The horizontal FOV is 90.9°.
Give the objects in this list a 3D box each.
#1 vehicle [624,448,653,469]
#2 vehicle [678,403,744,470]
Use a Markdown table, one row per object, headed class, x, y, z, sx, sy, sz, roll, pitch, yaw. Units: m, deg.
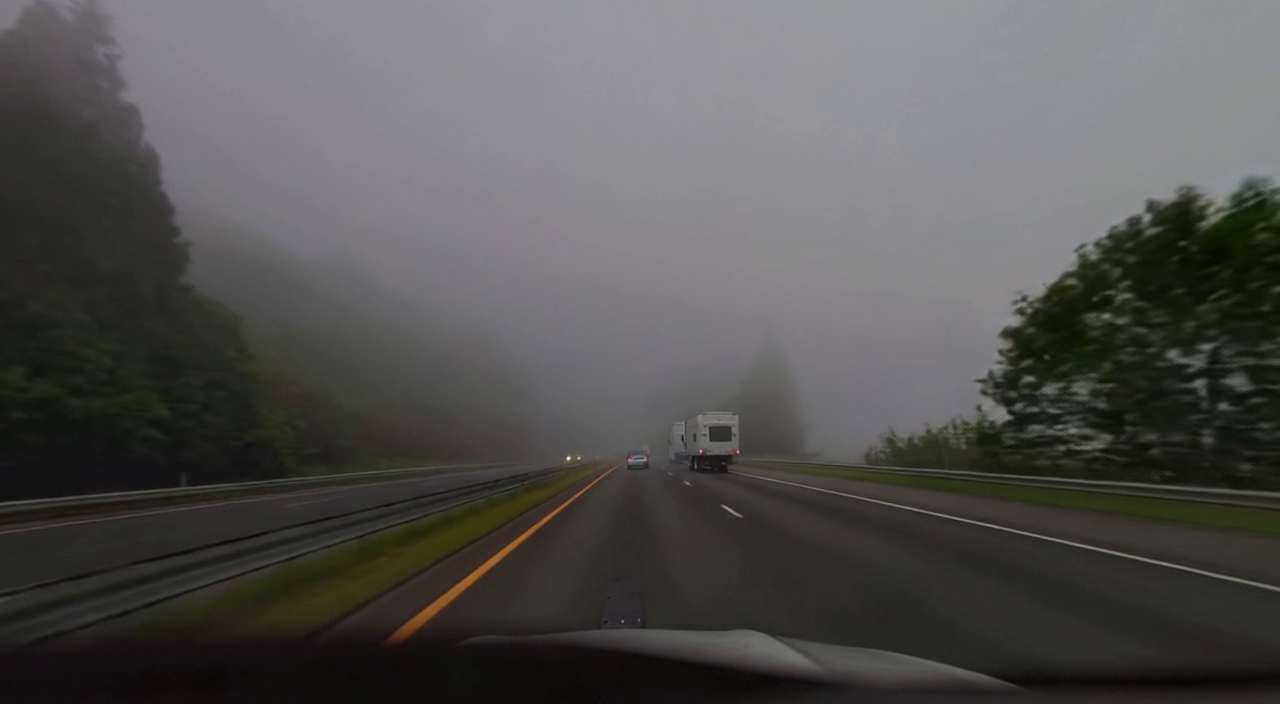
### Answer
| class | x | y | z | sx | sy | sz | roll | pitch | yaw |
| --- | --- | --- | --- | --- | --- | --- | --- | --- | --- |
| vehicle | -0.145 | 7.381 | 43.785 | 1.926 | 1.386 | 3.615 | 0 | -9 | 0 |
| vehicle | 4.808 | 6.279 | 45.938 | 2.939 | 4.129 | 14.300 | 0 | -9 | -1 |
